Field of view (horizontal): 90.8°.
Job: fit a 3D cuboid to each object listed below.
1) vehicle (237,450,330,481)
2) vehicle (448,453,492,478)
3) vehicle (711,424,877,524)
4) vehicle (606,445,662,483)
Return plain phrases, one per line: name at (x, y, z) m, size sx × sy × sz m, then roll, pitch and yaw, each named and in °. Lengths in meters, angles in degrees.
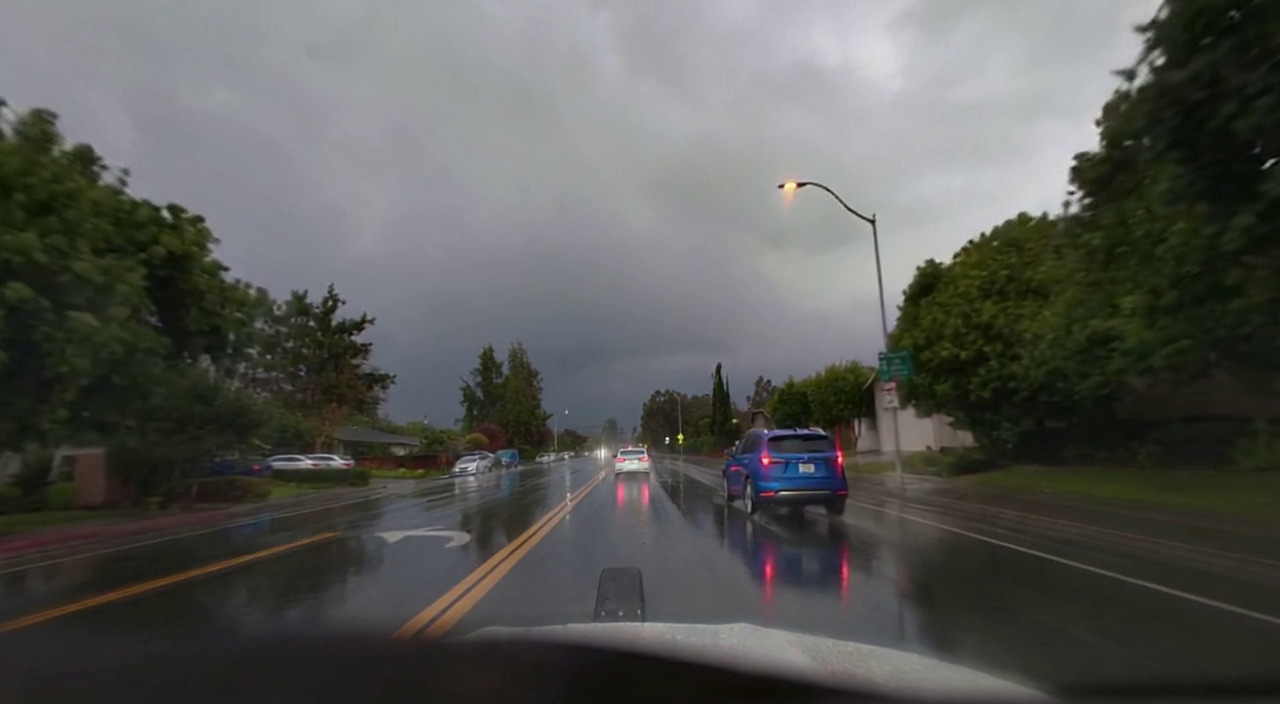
vehicle at (-21.045, 6.691, 37.452) m, size 4.240 × 1.717 × 2.043 m, roll 0°, pitch -8°, yaw -2°
vehicle at (-12.252, 8.156, 45.795) m, size 2.044 × 1.534 × 4.554 m, roll -1°, pitch -8°, yaw -2°
vehicle at (3.028, 2.531, 13.716) m, size 2.200 × 1.763 × 4.676 m, roll 1°, pitch -8°, yaw -3°
vehicle at (-0.239, 4.668, 26.668) m, size 2.196 × 1.449 × 4.006 m, roll 0°, pitch -8°, yaw 0°
